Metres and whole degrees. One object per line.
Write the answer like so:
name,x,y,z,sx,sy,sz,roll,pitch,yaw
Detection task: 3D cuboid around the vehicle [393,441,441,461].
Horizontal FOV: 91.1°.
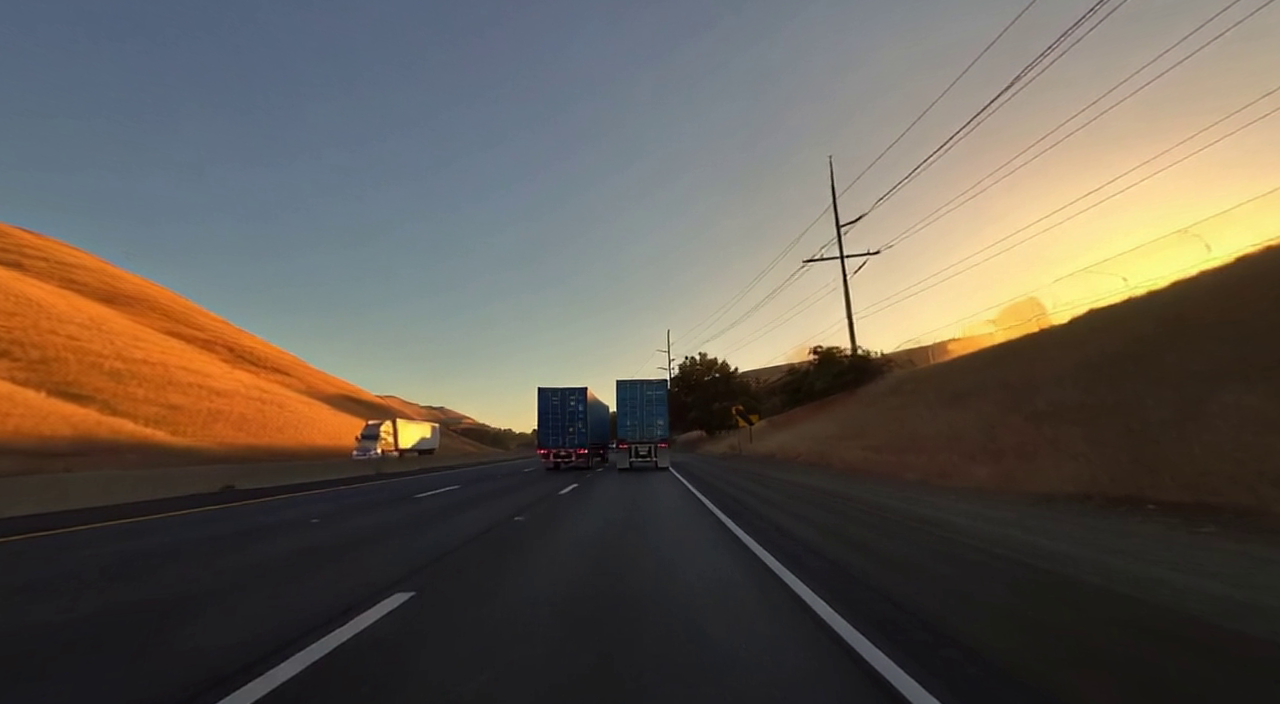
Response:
vehicle,-17.211,7.666,48.679,2.010,1.488,4.362,0,-8,1

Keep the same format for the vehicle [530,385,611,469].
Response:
vehicle,-3.698,4.628,37.614,3.065,4.105,13.706,0,-8,1

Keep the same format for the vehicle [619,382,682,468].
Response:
vehicle,0.380,4.309,36.039,3.006,4.120,11.586,0,-8,-1
